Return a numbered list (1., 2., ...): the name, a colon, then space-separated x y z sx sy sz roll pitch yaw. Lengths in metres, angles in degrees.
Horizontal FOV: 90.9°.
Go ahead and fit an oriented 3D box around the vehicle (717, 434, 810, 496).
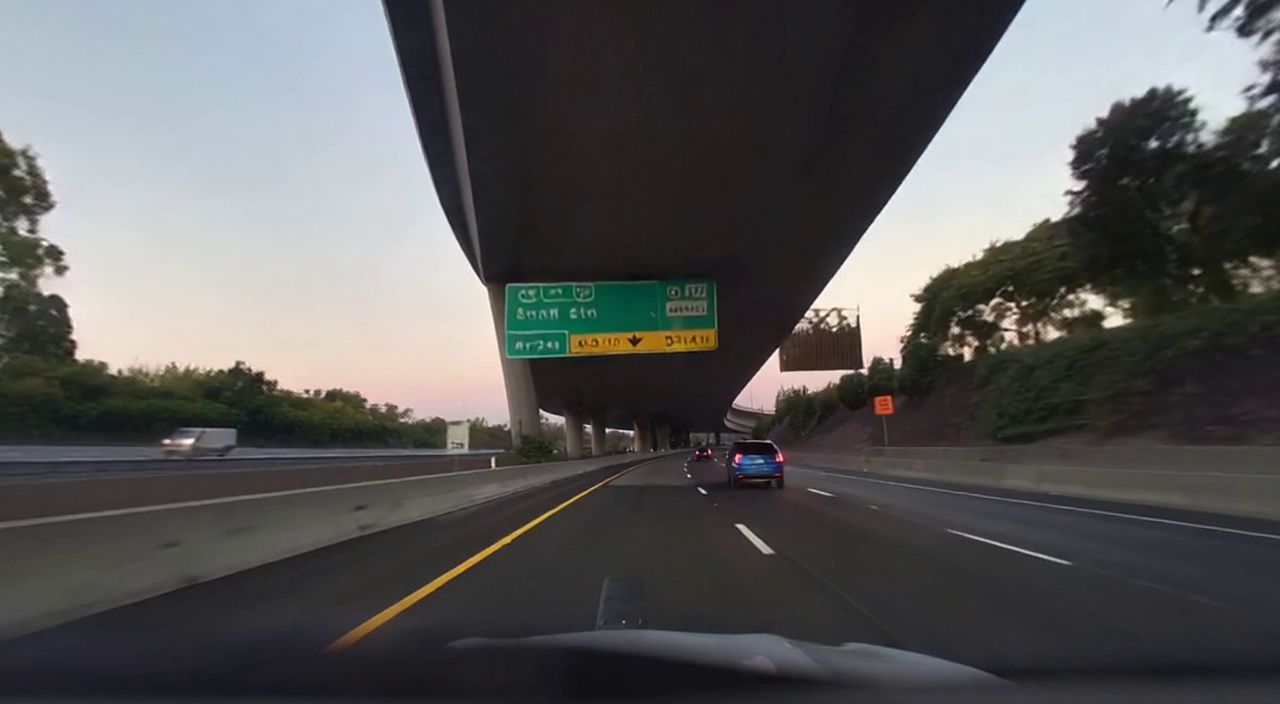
1. vehicle: 3.721 3.492 19.886 2.143 1.730 4.303 0 -8 1
